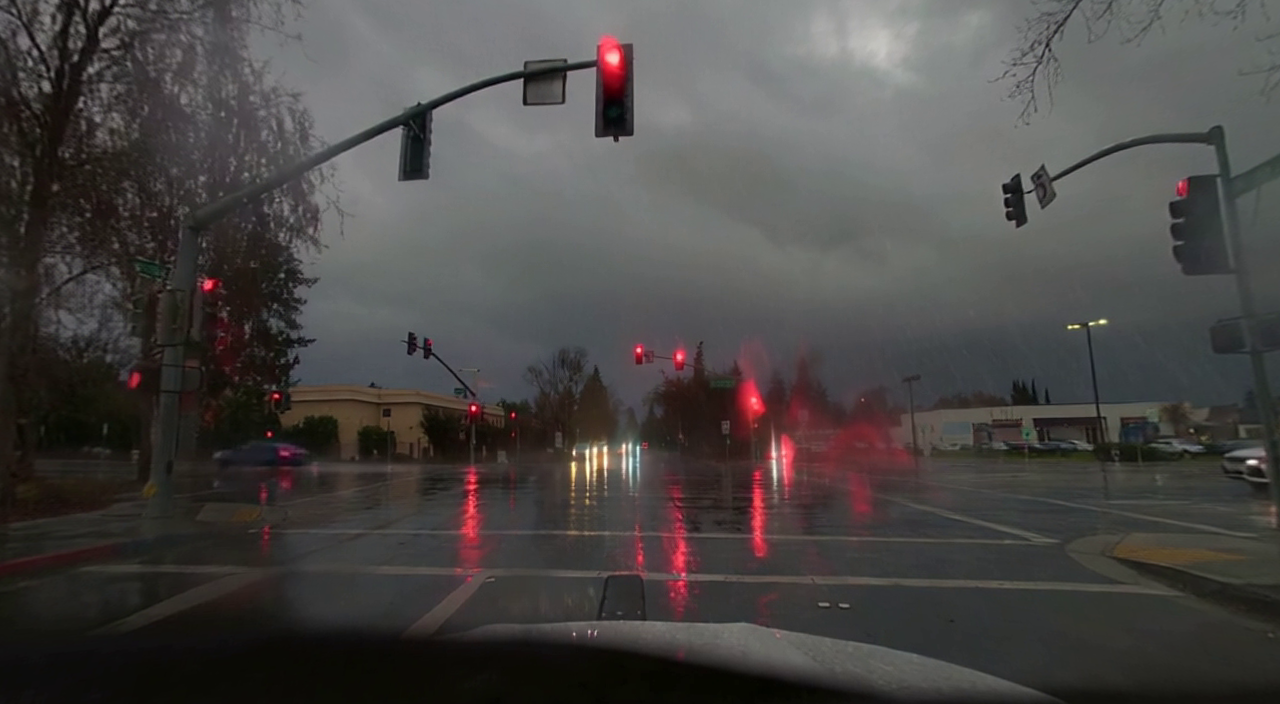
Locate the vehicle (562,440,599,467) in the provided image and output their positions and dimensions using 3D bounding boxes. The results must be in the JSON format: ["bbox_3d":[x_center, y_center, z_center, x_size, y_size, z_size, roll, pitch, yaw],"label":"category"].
[{"bbox_3d":[-4.116,7.103,44.267,2.251,1.756,4.610,0,-9,-2],"label":"vehicle"}]

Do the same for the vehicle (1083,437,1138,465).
[{"bbox_3d":[26.961,5.655,36.145,2.092,1.474,4.046,-8,-11,41],"label":"vehicle"}]

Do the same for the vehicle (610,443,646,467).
[{"bbox_3d":[-0.873,6.851,42.135,2.056,1.492,3.937,1,-9,-6],"label":"vehicle"}]

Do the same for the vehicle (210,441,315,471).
[{"bbox_3d":[-19.826,5.479,33.247,4.588,1.484,2.000,-3,-9,14],"label":"vehicle"}]
